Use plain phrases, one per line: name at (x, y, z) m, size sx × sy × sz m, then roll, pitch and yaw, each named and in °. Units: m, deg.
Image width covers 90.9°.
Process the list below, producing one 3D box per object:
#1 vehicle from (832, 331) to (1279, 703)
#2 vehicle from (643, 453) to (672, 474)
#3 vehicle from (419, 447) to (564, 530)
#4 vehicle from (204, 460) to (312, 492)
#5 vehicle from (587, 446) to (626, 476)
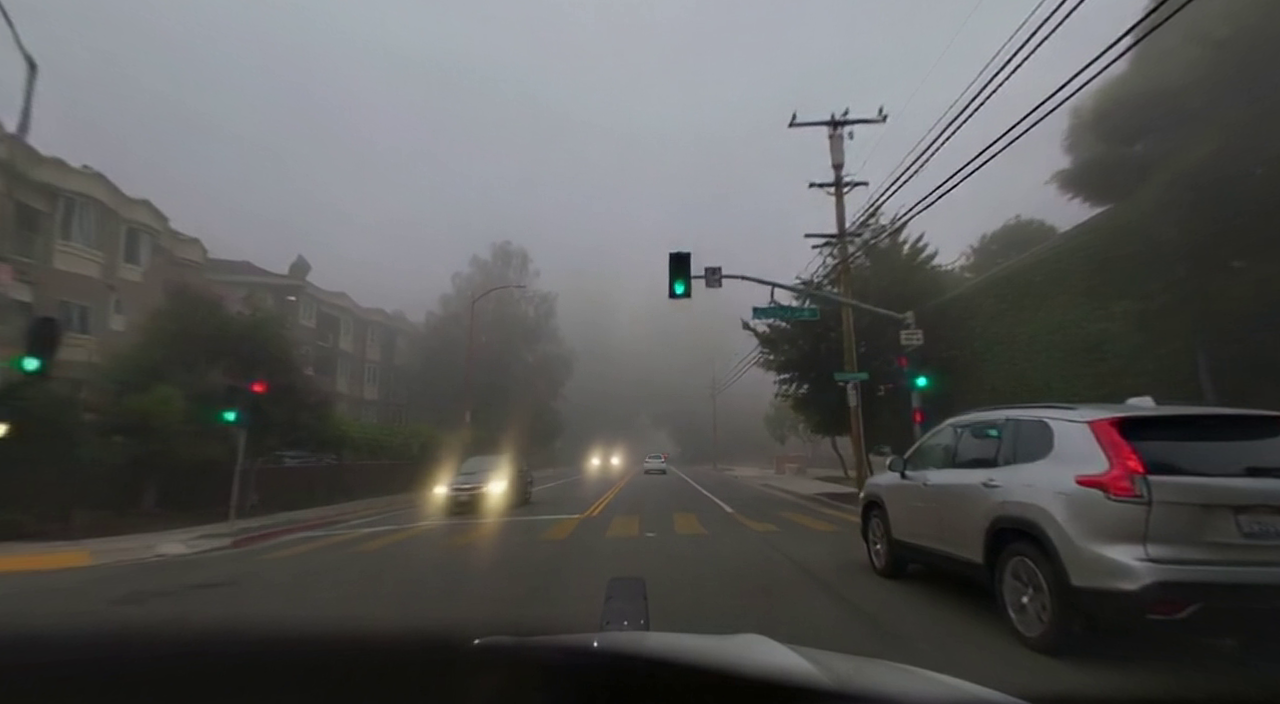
vehicle at (3.328, 1.195, 5.047) m, size 2.130 × 1.863 × 4.844 m, roll 0°, pitch -9°, yaw 1°
vehicle at (1.268, 8.326, 47.258) m, size 2.097 × 1.463 × 4.043 m, roll 0°, pitch -9°, yaw 0°
vehicle at (-2.984, 2.845, 13.785) m, size 2.170 × 1.513 × 4.270 m, roll 0°, pitch -9°, yaw -1°
vehicle at (-20.065, 6.505, 33.244) m, size 4.327 × 1.513 × 2.021 m, roll 1°, pitch -10°, yaw -1°
vehicle at (-2.383, 8.001, 46.700) m, size 2.469 × 2.023 × 5.896 m, roll 0°, pitch -9°, yaw 1°
